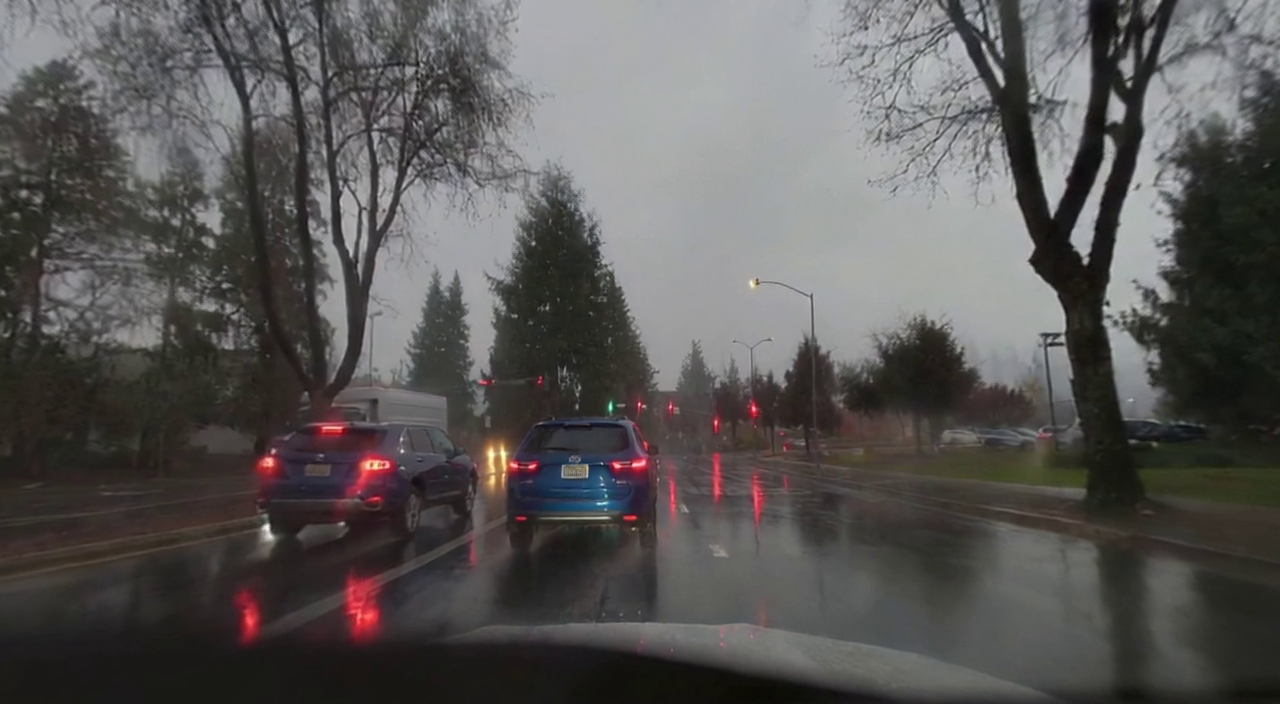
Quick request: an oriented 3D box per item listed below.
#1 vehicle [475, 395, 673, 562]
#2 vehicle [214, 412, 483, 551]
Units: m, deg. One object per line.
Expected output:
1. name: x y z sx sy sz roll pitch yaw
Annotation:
1. vehicle: -0.654 1.727 9.411 2.131 1.793 5.016 0 -8 1
2. vehicle: -4.112 1.896 9.962 2.009 1.673 4.454 0 -8 2
